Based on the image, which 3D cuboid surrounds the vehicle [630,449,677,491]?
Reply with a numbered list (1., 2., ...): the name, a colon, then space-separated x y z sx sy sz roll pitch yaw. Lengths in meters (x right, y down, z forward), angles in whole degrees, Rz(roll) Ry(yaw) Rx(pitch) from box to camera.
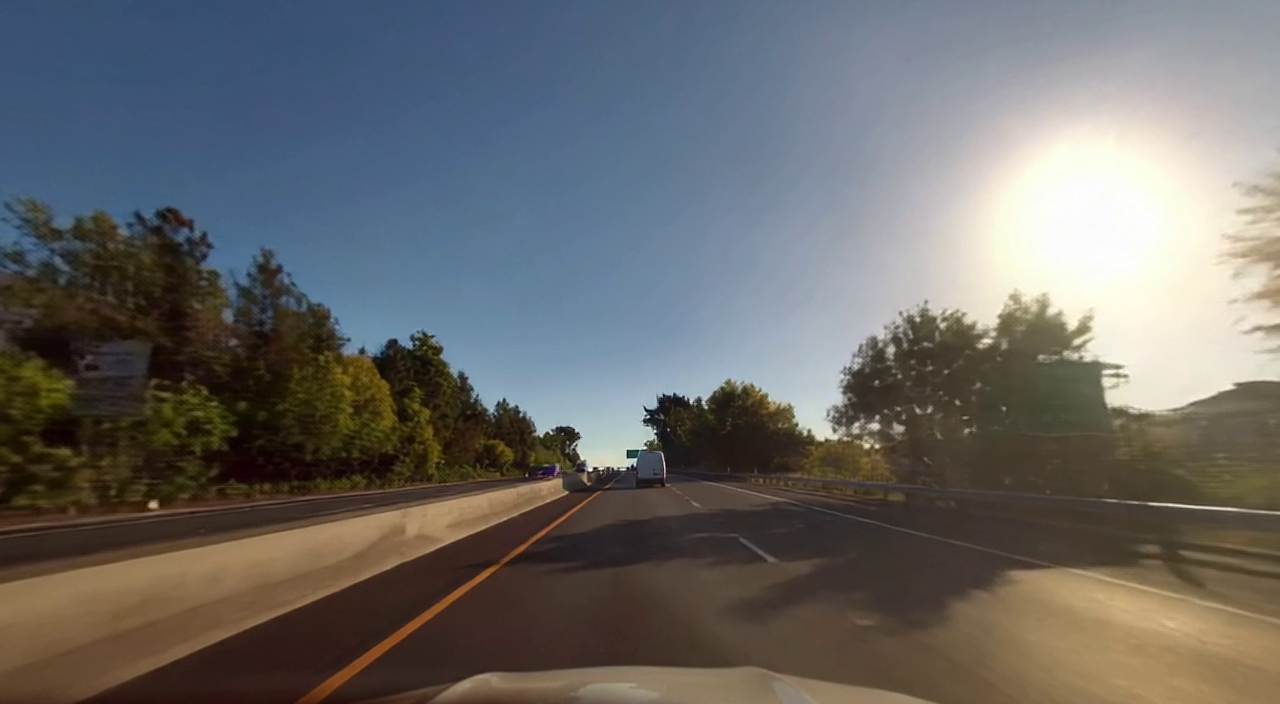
1. vehicle: 0.693 6.635 35.441 2.429 2.167 4.558 1 -11 -1
